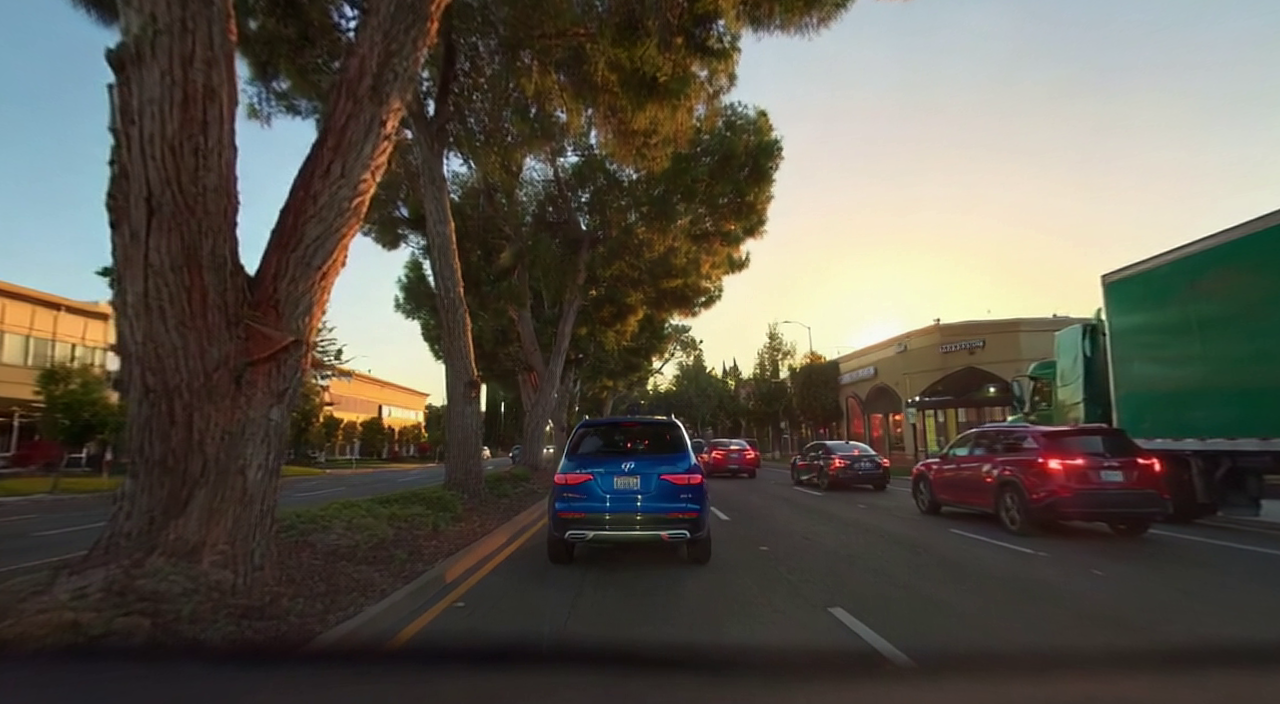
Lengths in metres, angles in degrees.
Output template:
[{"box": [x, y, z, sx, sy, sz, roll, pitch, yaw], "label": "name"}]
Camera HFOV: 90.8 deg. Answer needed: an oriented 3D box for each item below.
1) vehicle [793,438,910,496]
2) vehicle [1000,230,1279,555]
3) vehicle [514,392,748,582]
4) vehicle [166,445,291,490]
[{"box": [6.250, 3.452, 19.327, 2.035, 1.553, 4.465, 0, -9, 0], "label": "vehicle"}, {"box": [9.976, 0.169, 5.977, 2.879, 4.284, 17.334, 0, -9, 0], "label": "vehicle"}, {"box": [-0.124, 1.659, 8.463, 2.320, 1.880, 4.192, 0, -9, -1], "label": "vehicle"}, {"box": [-19.269, 5.405, 29.994, 2.302, 1.939, 5.221, 0, -9, 1], "label": "vehicle"}]
